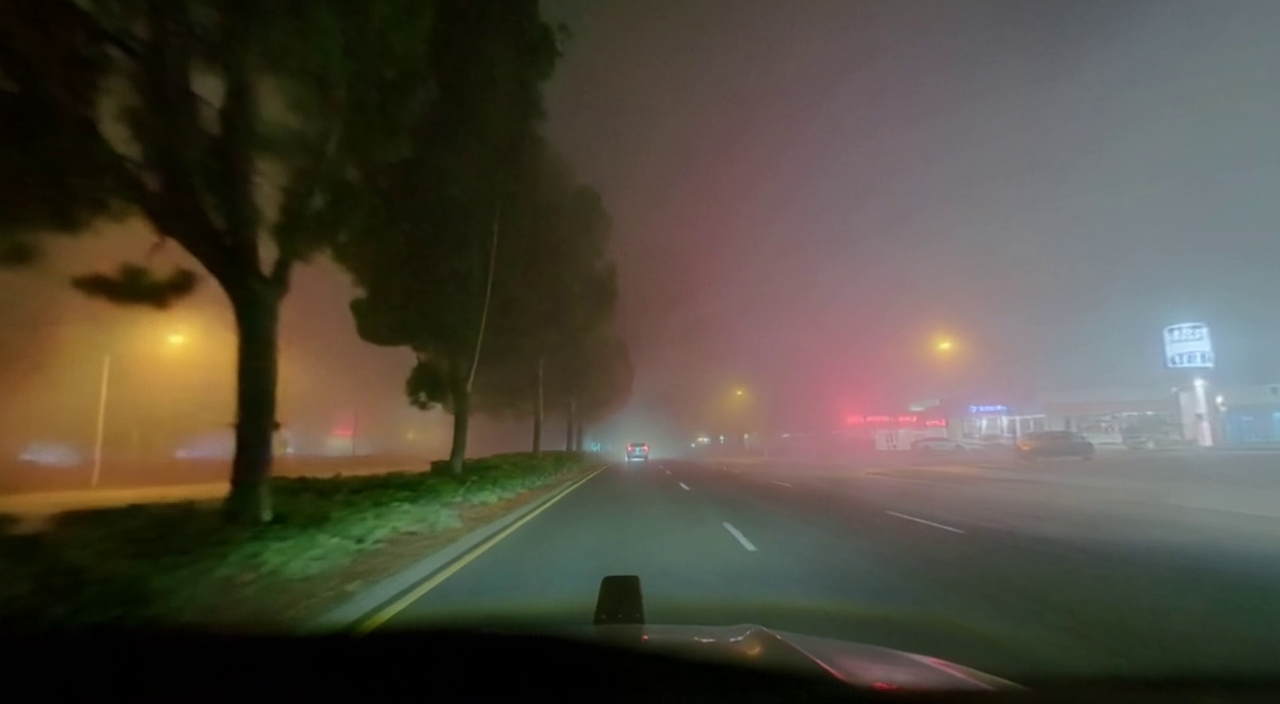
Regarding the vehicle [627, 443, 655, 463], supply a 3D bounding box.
[{"bbox_3d":[0.038,7.942,49.909,2.159,1.461,4.142,0,-8,-1],"label":"vehicle"}]
